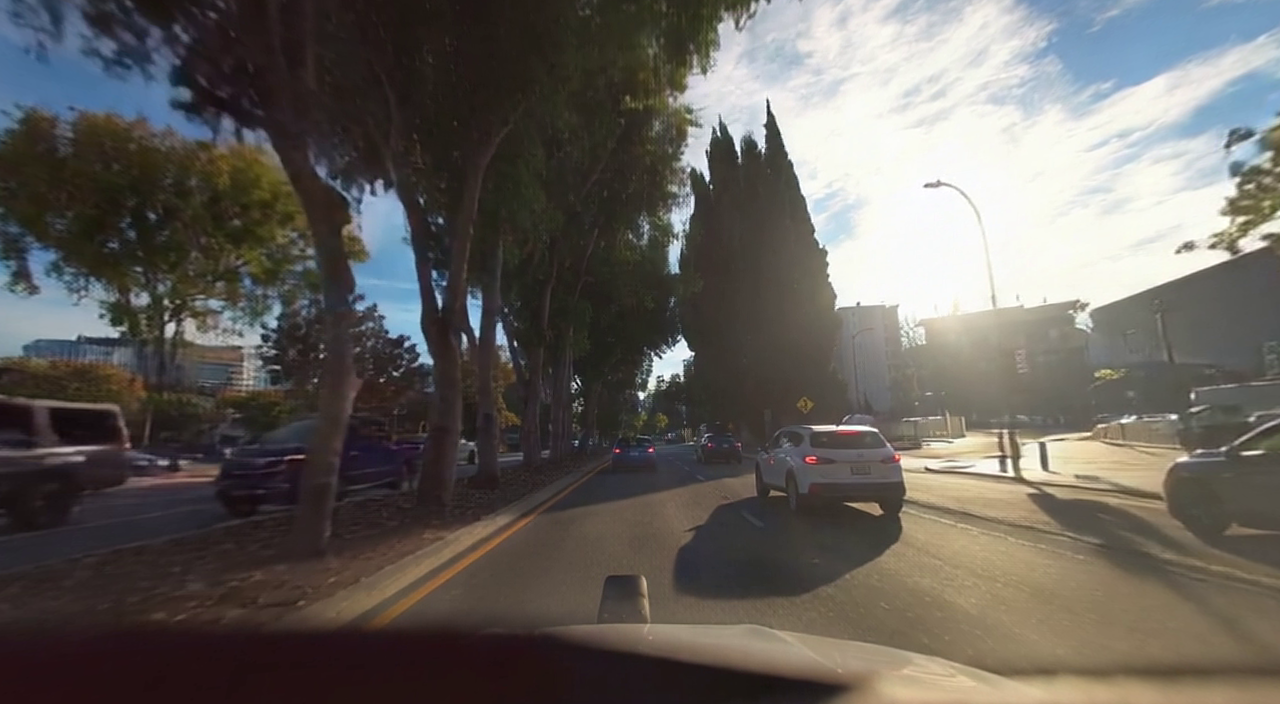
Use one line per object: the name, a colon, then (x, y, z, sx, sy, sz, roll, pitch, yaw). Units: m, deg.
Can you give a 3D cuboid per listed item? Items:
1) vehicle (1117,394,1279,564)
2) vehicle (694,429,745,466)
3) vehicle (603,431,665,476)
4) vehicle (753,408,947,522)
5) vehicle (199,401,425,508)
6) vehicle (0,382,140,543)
vehicle: (7.540, 1.280, 6.309, 2.008, 1.714, 4.407, 0, -8, 0)
vehicle: (3.944, 4.852, 31.945, 1.982, 1.709, 4.427, 0, -8, -1)
vehicle: (-0.184, 3.779, 23.538, 2.111, 1.506, 4.018, 0, -8, 0)
vehicle: (3.589, 2.041, 11.775, 2.130, 1.718, 4.310, 0, -8, 0)
vehicle: (-7.756, 2.528, 15.815, 2.469, 2.200, 5.517, 0, -8, 3)
vehicle: (-11.337, 1.688, 9.524, 2.585, 2.507, 5.743, 0, -8, 2)
